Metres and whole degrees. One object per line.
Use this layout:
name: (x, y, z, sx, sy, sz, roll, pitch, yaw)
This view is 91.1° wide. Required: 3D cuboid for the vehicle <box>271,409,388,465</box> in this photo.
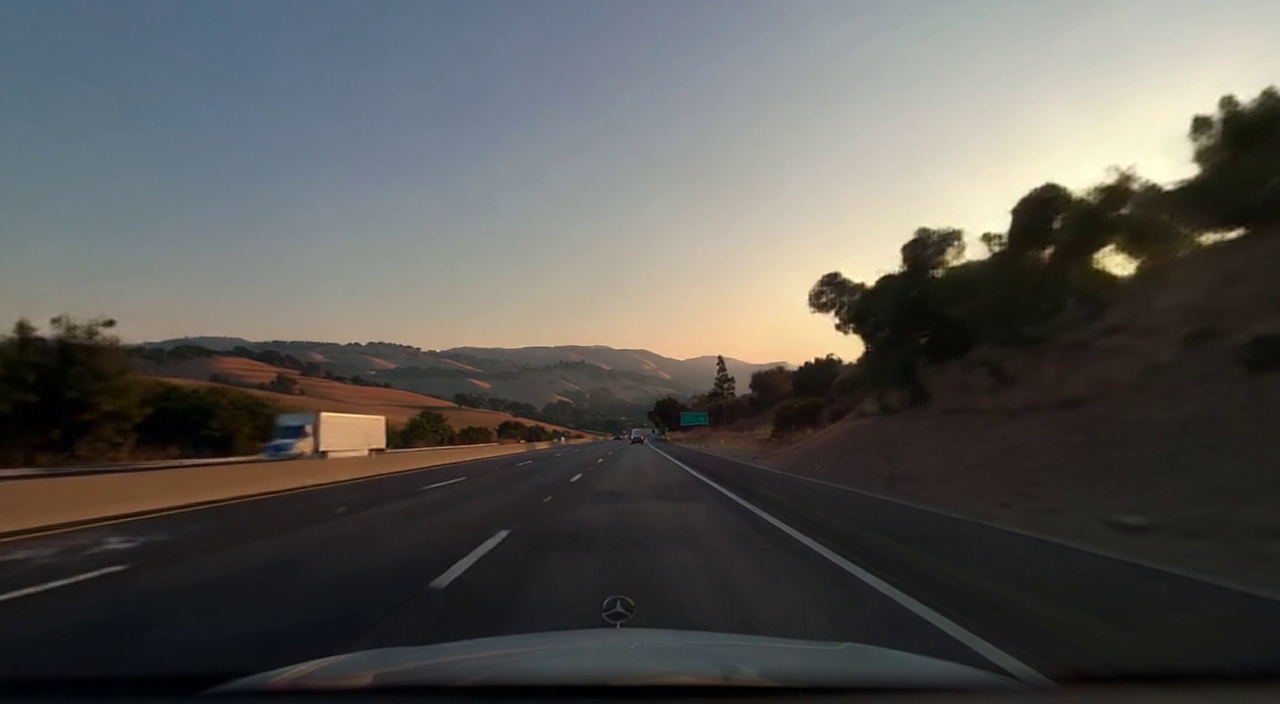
vehicle: (-23.396, 6.563, 48.509, 3.093, 3.762, 12.209, 0, -8, -2)
